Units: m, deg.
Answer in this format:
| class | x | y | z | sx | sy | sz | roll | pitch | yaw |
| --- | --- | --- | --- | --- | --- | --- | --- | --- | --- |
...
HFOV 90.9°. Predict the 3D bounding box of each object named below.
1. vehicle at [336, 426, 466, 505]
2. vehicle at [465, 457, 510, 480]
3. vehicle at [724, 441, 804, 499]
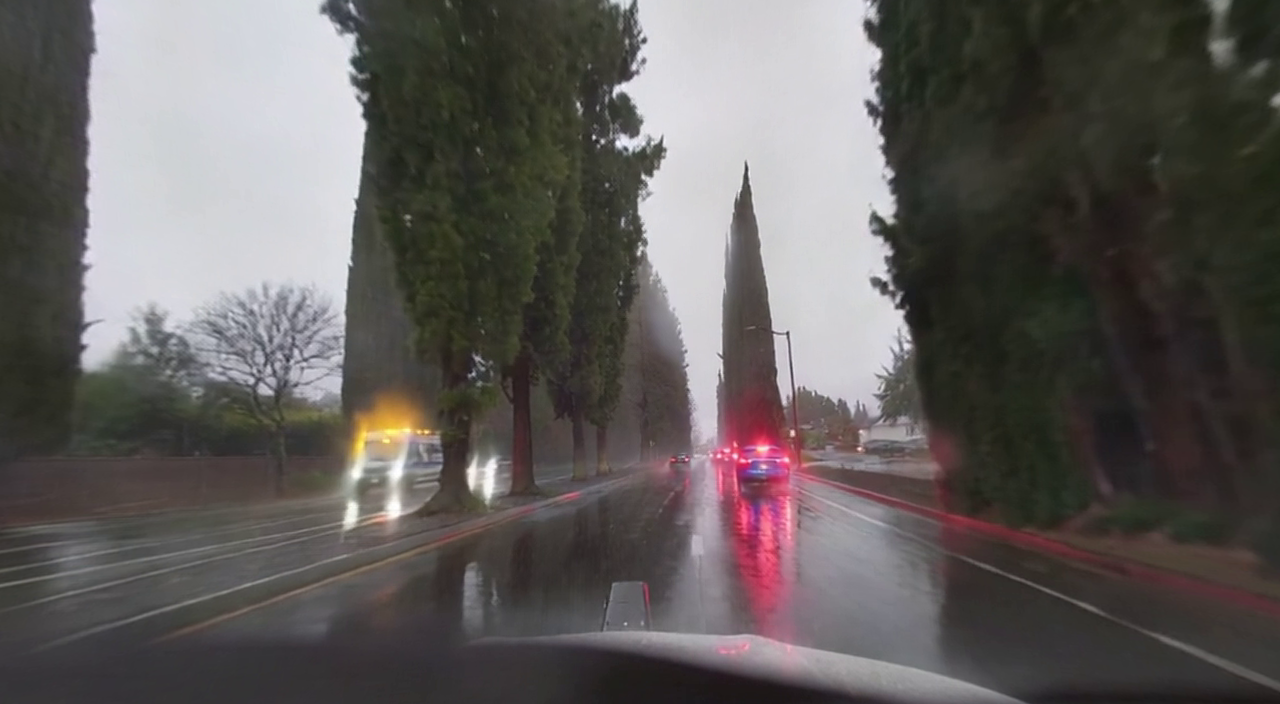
| class | x | y | z | sx | sy | sz | roll | pitch | yaw |
| --- | --- | --- | --- | --- | --- | --- | --- | --- | --- |
| vehicle | -9.905 | 4.729 | 26.851 | 2.661 | 2.737 | 6.092 | -6 | -9 | 6 |
| vehicle | -11.254 | 8.657 | 46.865 | 1.874 | 1.521 | 4.244 | -1 | -8 | 6 |
| vehicle | 3.816 | 3.684 | 20.158 | 2.052 | 1.639 | 4.123 | -1 | -8 | 5 |
